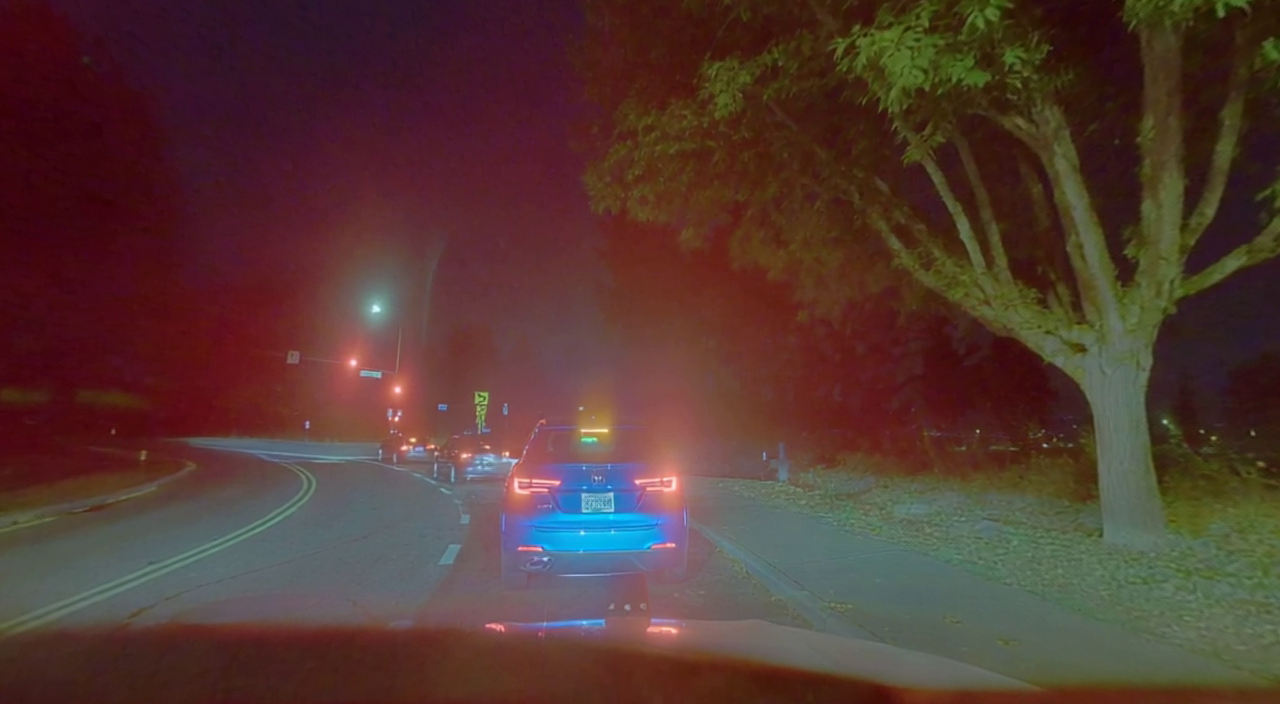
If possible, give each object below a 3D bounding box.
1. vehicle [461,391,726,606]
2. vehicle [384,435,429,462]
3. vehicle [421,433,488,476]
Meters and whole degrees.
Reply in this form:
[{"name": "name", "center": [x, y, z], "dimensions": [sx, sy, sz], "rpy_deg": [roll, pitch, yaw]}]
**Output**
[{"name": "vehicle", "center": [-0.680, 1.460, 7.203], "dimensions": [2.134, 1.671, 4.147], "rpy_deg": [1, -8, -9]}, {"name": "vehicle", "center": [-13.754, 5.641, 36.898], "dimensions": [1.863, 1.488, 4.426], "rpy_deg": [4, -9, -27]}, {"name": "vehicle", "center": [-7.299, 3.950, 24.483], "dimensions": [1.902, 1.536, 3.662], "rpy_deg": [4, -9, -25]}]
